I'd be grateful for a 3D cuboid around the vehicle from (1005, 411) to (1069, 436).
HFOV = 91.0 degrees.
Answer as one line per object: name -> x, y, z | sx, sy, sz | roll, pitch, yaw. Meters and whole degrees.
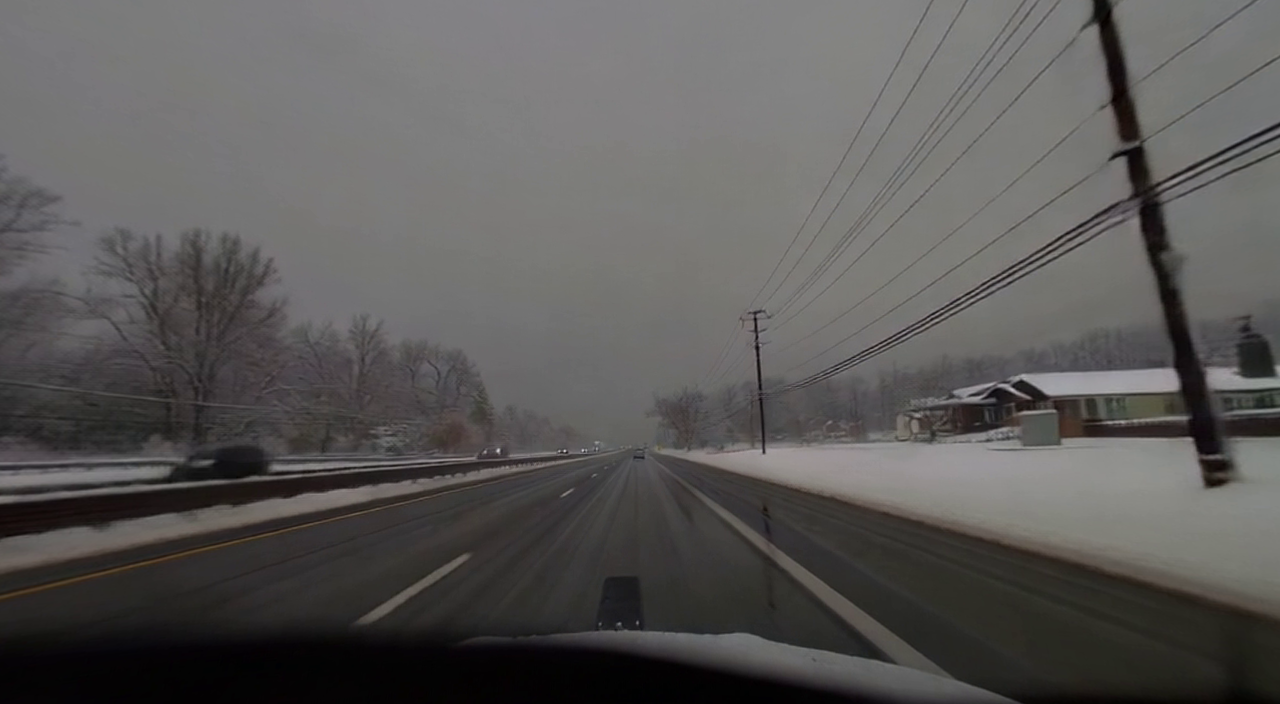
vehicle -> 28.202, 5.129, 44.915 | 1.887, 1.623, 4.203 | 0, -9, 2
